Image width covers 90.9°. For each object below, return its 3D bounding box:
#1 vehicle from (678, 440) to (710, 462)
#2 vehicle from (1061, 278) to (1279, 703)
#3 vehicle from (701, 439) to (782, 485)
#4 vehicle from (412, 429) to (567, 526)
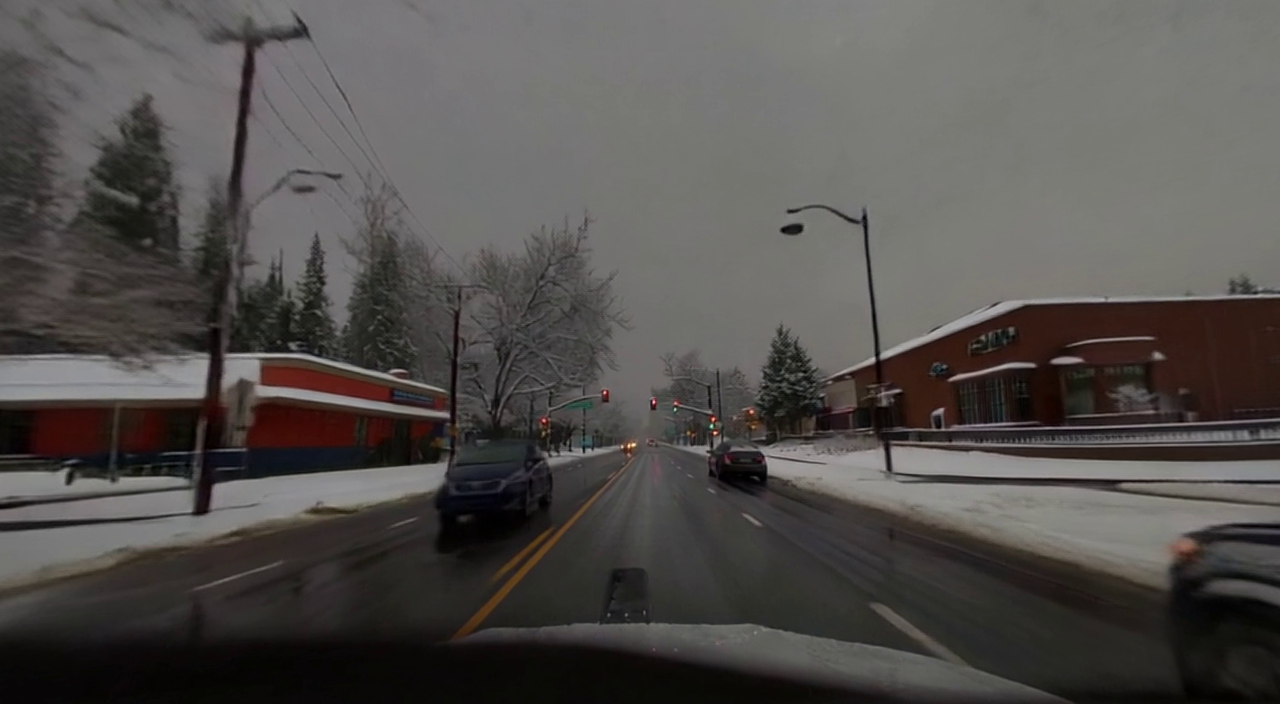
[{"bbox_3d":[4.116,7.631,48.546,2.035,1.564,4.719,-1,-9,0],"label":"vehicle"},{"bbox_3d":[3.234,0.446,0.483,2.251,1.861,5.144,-1,-9,0],"label":"vehicle"},{"bbox_3d":[3.547,3.946,22.992,2.072,1.471,4.834,0,-9,-1],"label":"vehicle"},{"bbox_3d":[-2.927,2.549,13.409,2.109,1.681,4.417,-1,-9,2],"label":"vehicle"}]
